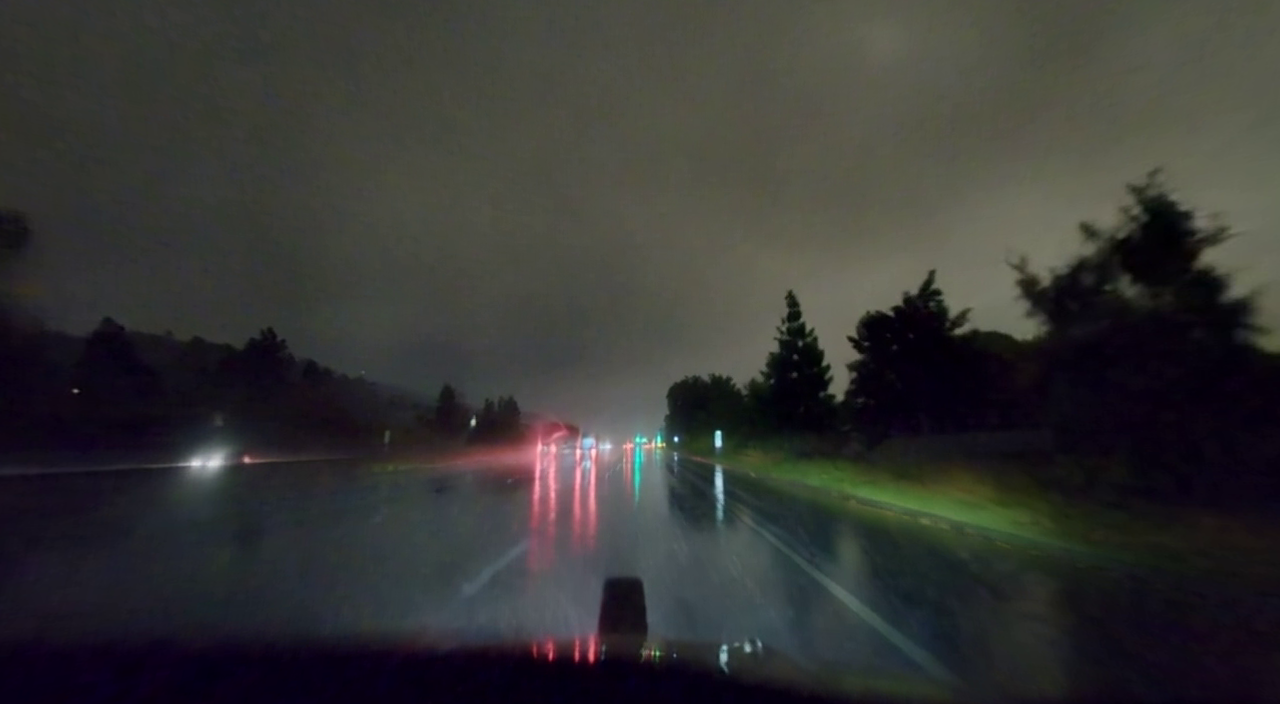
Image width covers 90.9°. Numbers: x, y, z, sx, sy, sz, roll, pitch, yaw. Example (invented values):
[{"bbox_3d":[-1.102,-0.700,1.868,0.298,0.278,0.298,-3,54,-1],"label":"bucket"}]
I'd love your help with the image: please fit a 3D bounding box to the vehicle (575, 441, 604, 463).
[{"bbox_3d":[-3.613,7.272,45.818,1.786,1.488,4.023,0,-8,0],"label":"vehicle"}]
